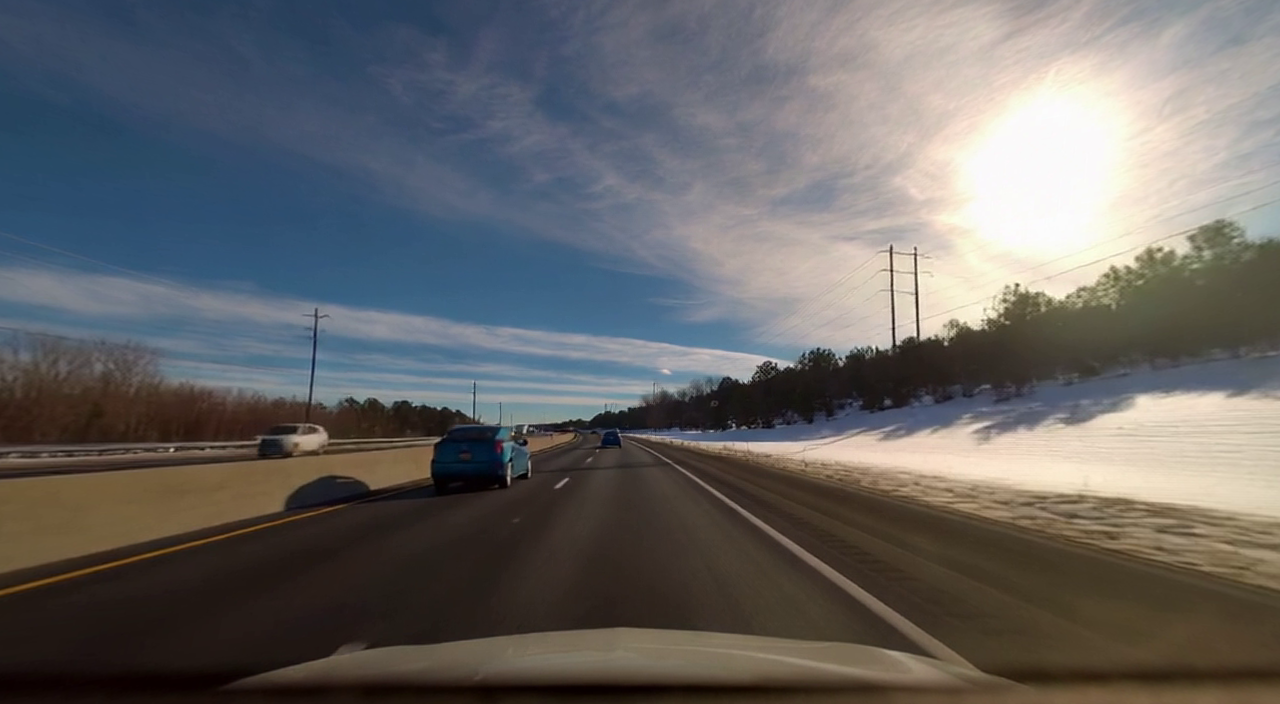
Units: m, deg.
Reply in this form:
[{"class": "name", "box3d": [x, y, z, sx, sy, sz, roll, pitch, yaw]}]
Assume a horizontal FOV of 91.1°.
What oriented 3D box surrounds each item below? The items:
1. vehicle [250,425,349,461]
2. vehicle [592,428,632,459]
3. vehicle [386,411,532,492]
[{"class": "vehicle", "box3d": [-15.028, 4.036, 28.052, 1.936, 1.498, 4.485, 0, -8, 0]}, {"class": "vehicle", "box3d": [-1.465, 4.910, 33.822, 1.999, 1.536, 3.969, 0, -8, -1]}, {"class": "vehicle", "box3d": [-4.285, 2.463, 15.943, 2.189, 1.704, 5.205, 0, -8, 0]}]
